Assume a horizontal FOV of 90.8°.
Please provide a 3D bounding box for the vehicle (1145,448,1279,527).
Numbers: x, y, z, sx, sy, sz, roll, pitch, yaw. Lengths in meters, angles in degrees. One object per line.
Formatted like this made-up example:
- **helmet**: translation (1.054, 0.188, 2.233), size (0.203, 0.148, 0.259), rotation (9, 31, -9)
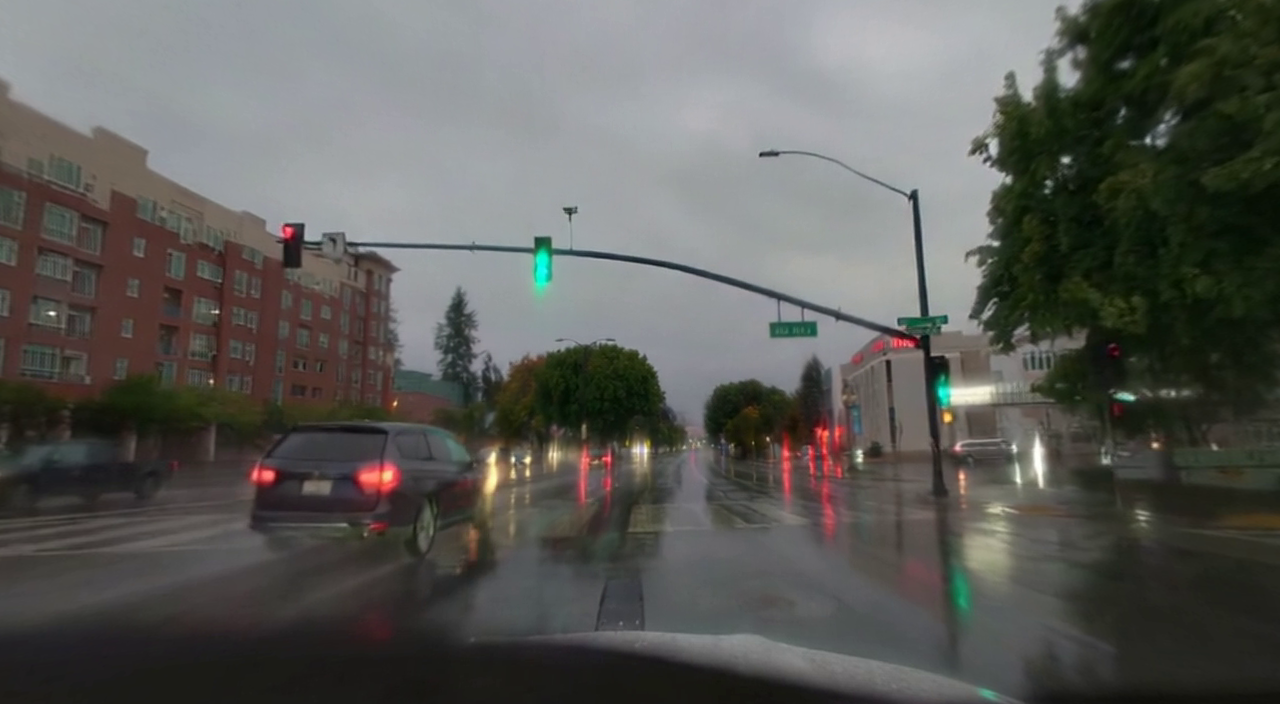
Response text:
- **vehicle**: translation (13.644, 2.830, 13.777), size (5.074, 1.442, 2.216), rotation (5, -10, -29)

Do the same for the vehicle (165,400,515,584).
- **vehicle**: translation (-3.522, 1.784, 8.878), size (2.305, 1.833, 4.912), rotation (-1, -9, 3)

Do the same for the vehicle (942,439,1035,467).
- **vehicle**: translation (25.921, 7.579, 47.346), size (2.429, 1.938, 6.118), rotation (2, -9, -14)

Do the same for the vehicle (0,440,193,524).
- **vehicle**: translation (-11.868, 2.568, 12.958), size (1.914, 1.433, 4.455), rotation (-1, -9, 4)

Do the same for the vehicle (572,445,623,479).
- **vehicle**: translation (-2.102, 5.612, 32.425), size (1.976, 1.571, 4.649), rotation (-1, -9, 4)
